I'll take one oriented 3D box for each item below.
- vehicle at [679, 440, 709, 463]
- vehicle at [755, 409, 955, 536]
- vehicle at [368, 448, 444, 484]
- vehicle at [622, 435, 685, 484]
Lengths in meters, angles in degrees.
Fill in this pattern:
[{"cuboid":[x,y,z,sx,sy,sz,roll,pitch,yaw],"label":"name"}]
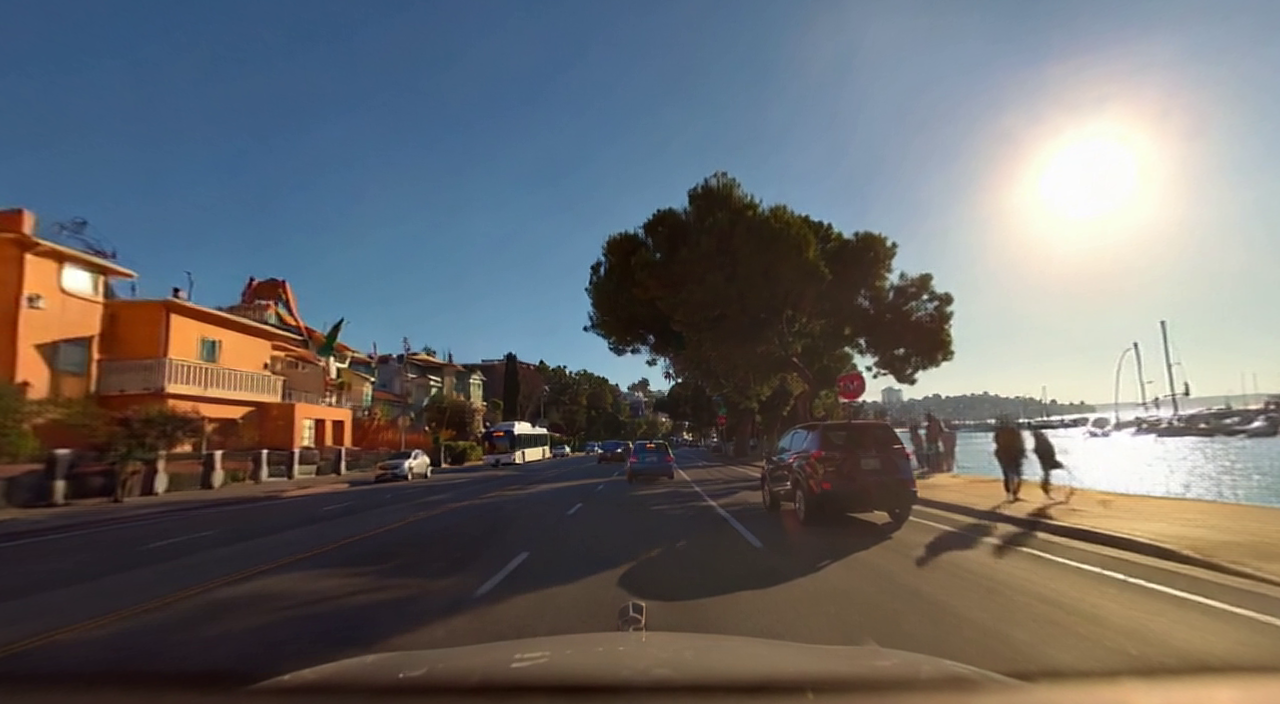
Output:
[{"cuboid":[4.025,7.461,47.374,1.876,1.626,3.851,0,-9,-1],"label":"vehicle"},{"cuboid":[3.499,2.065,11.336,2.000,1.809,4.405,0,-9,0],"label":"vehicle"},{"cuboid":[-10.301,5.023,28.041,1.731,1.489,3.841,-1,-9,3],"label":"vehicle"},{"cuboid":[0.443,3.937,23.236,2.132,1.632,3.838,0,-9,0],"label":"vehicle"}]
